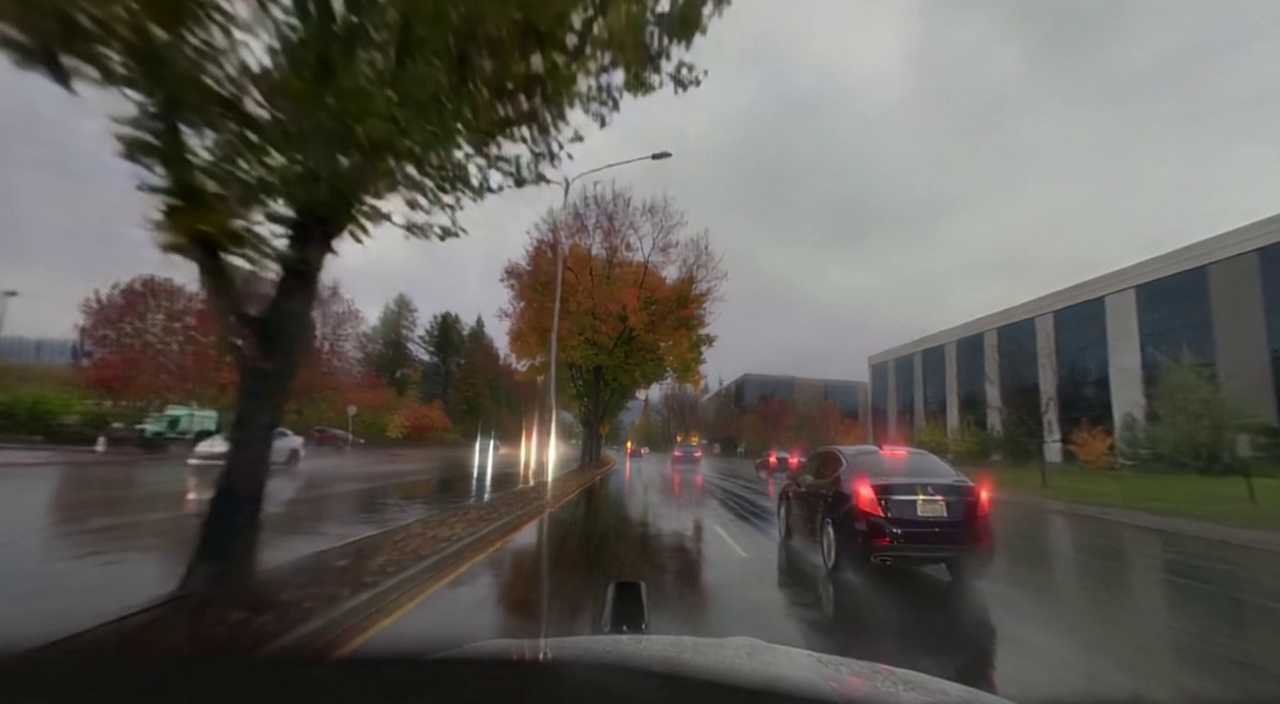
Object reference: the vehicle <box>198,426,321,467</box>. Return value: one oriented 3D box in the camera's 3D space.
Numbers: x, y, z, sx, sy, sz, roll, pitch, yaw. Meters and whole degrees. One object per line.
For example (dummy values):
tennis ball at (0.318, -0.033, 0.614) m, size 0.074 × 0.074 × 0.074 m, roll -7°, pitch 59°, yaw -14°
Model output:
vehicle at (-14.960, 3.762, 25.192) m, size 1.987 × 1.475 × 4.708 m, roll 0°, pitch -8°, yaw 0°

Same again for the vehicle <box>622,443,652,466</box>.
vehicle at (-0.239, 7.139, 44.029) m, size 1.991 × 1.477 × 3.814 m, roll 0°, pitch -8°, yaw -1°

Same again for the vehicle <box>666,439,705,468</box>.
vehicle at (3.039, 6.891, 42.915) m, size 2.154 × 1.844 × 4.634 m, roll 0°, pitch -8°, yaw -1°

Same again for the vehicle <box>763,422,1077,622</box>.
vehicle at (2.795, 1.744, 7.414) m, size 1.901 × 1.634 × 3.896 m, roll 2°, pitch -8°, yaw 0°

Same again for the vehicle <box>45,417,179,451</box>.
vehicle at (-26.949, 4.201, 32.300) m, size 4.787 × 1.664 × 2.211 m, roll 0°, pitch -8°, yaw -1°
